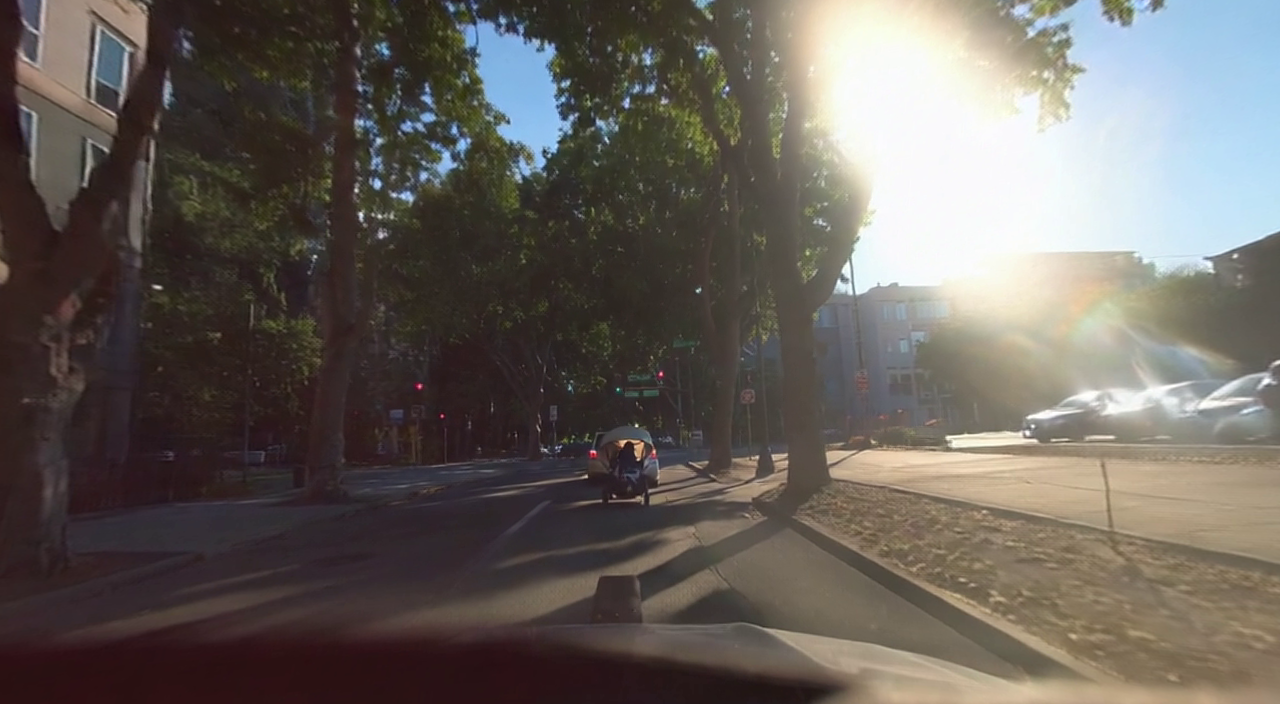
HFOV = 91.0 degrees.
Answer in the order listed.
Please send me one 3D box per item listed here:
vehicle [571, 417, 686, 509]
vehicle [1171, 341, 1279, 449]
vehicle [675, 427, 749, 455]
[{"bbox_3d":[-0.199,2.364,13.783,2.142,1.686,3.816,-1,-8,1],"label":"vehicle"},{"bbox_3d":[13.001,0.823,11.825,3.937,1.876,2.045,-3,-9,8],"label":"vehicle"},{"bbox_3d":[4.502,5.556,39.185,4.401,1.651,1.966,-2,-8,11],"label":"vehicle"}]
